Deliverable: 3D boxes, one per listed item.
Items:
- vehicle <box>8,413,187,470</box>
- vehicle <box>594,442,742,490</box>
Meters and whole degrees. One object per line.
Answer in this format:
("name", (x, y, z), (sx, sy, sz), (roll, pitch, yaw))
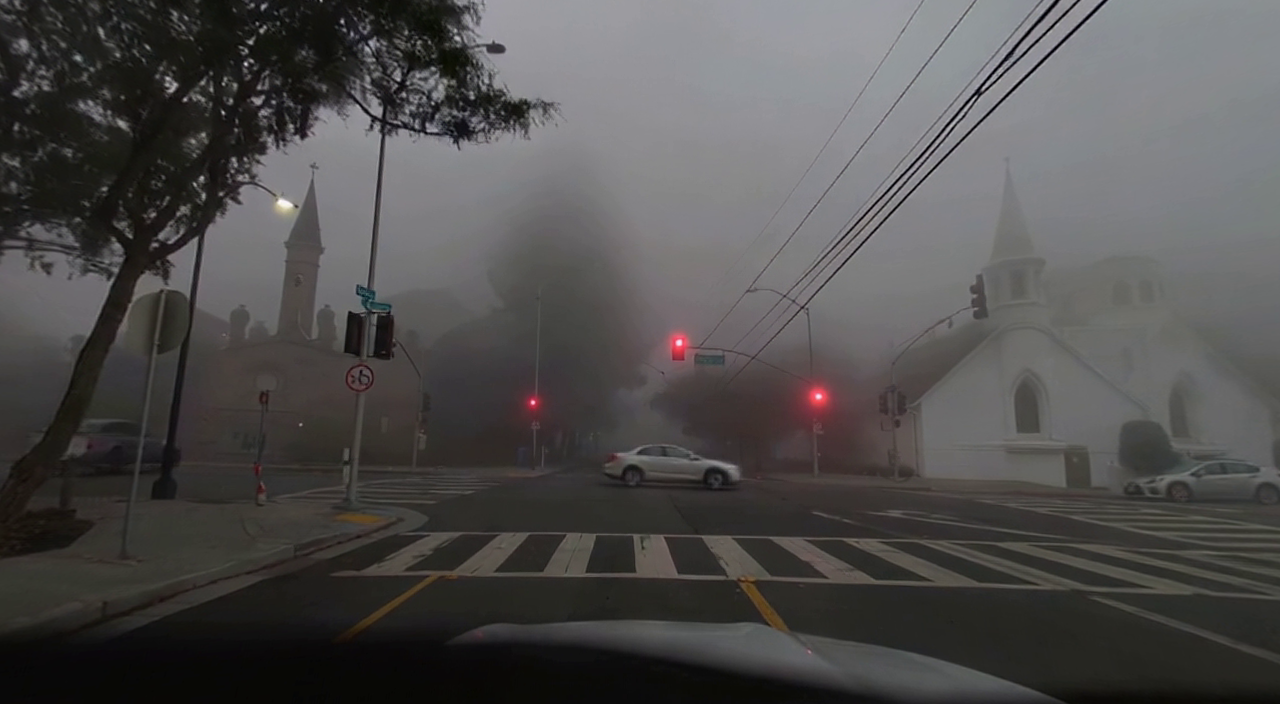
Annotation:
("vehicle", (-19.022, 3.154, 22.315), (4.372, 1.892, 2.002), (0, -9, 0))
("vehicle", (0.933, 3.783, 21.240), (4.718, 1.497, 2.032), (0, -9, 4))
